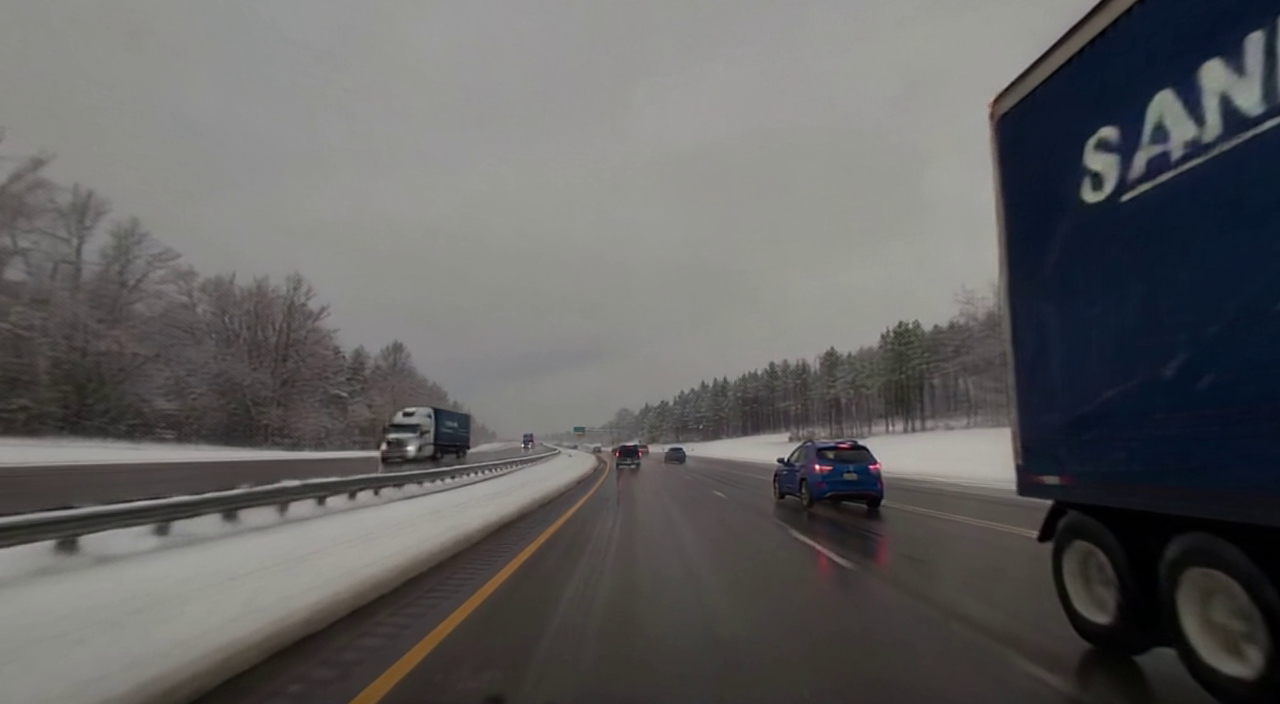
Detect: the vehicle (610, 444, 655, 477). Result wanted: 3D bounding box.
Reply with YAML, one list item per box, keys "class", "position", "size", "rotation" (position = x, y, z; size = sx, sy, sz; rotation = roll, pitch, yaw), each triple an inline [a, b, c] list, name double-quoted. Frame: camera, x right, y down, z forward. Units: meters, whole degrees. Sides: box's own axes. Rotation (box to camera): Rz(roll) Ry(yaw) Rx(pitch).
- class: "vehicle"
  position: [-0.415, 5.297, 30.942]
  size: [2.050, 1.534, 3.771]
  rotation: [0, -9, -2]

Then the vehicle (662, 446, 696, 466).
- class: "vehicle"
  position: [2.982, 8.091, 49.065]
  size: [2.008, 1.504, 4.291]
  rotation: [1, -9, -4]

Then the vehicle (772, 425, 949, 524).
- class: "vehicle"
  position: [4.082, 2.351, 12.476]
  size: [2.013, 1.623, 3.916]
  rotation: [0, -9, -1]
